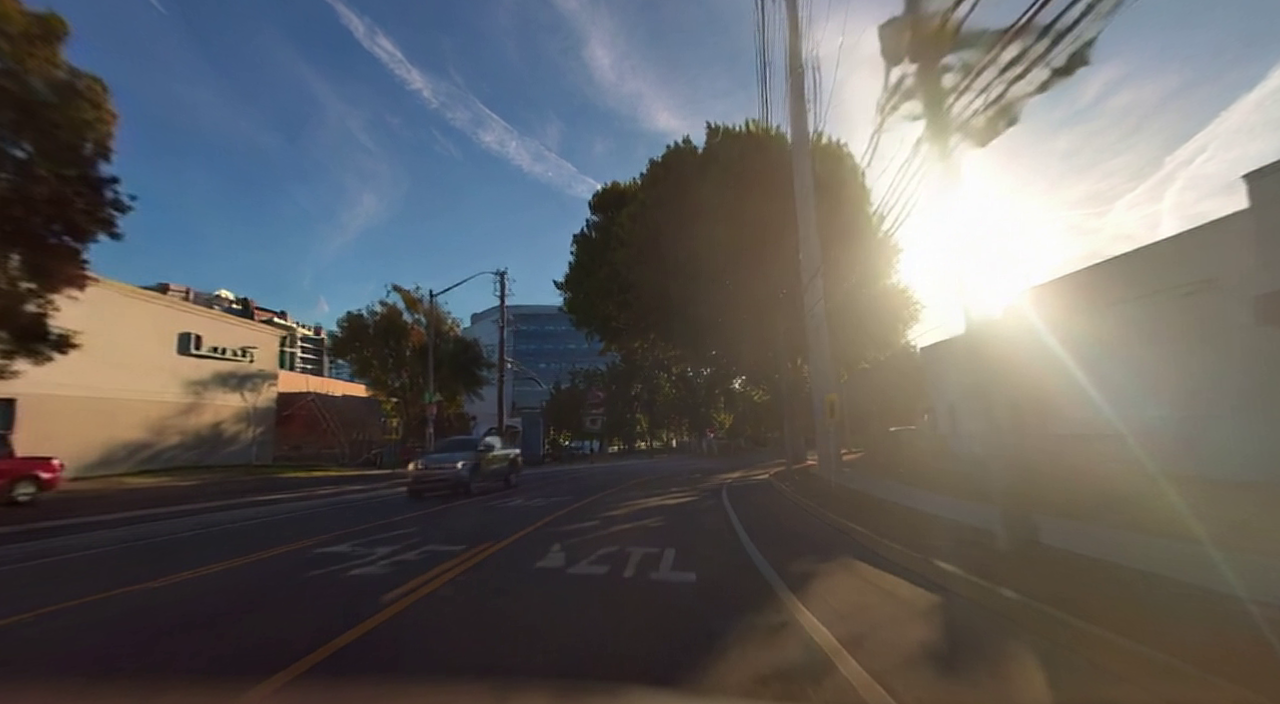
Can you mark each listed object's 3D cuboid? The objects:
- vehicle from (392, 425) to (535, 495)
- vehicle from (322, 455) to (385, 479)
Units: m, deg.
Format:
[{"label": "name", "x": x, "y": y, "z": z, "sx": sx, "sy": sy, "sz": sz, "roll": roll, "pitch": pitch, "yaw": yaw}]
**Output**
[{"label": "vehicle", "x": -5.493, "y": 3.480, "z": 20.685, "sx": 2.490, "sy": 1.961, "sz": 5.553, "roll": -1, "pitch": -9, "yaw": 7}, {"label": "vehicle", "x": -19.652, "y": 7.827, "z": 43.174, "sx": 4.606, "sy": 1.463, "sz": 1.940, "roll": -7, "pitch": -11, "yaw": 38}]
